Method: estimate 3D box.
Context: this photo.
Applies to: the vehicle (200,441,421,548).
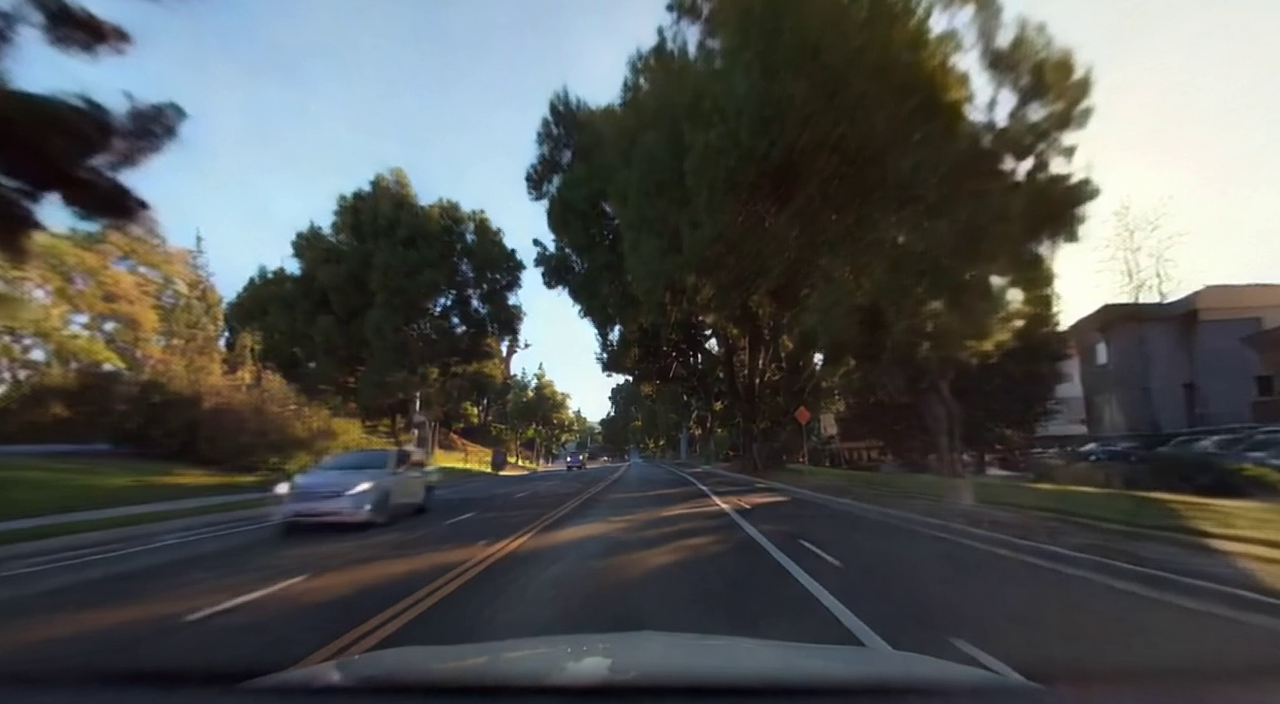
[{"bbox_3d":[-5.508,2.376,11.222,1.816,1.543,3.931,0,-8,0],"label":"vehicle"}]
